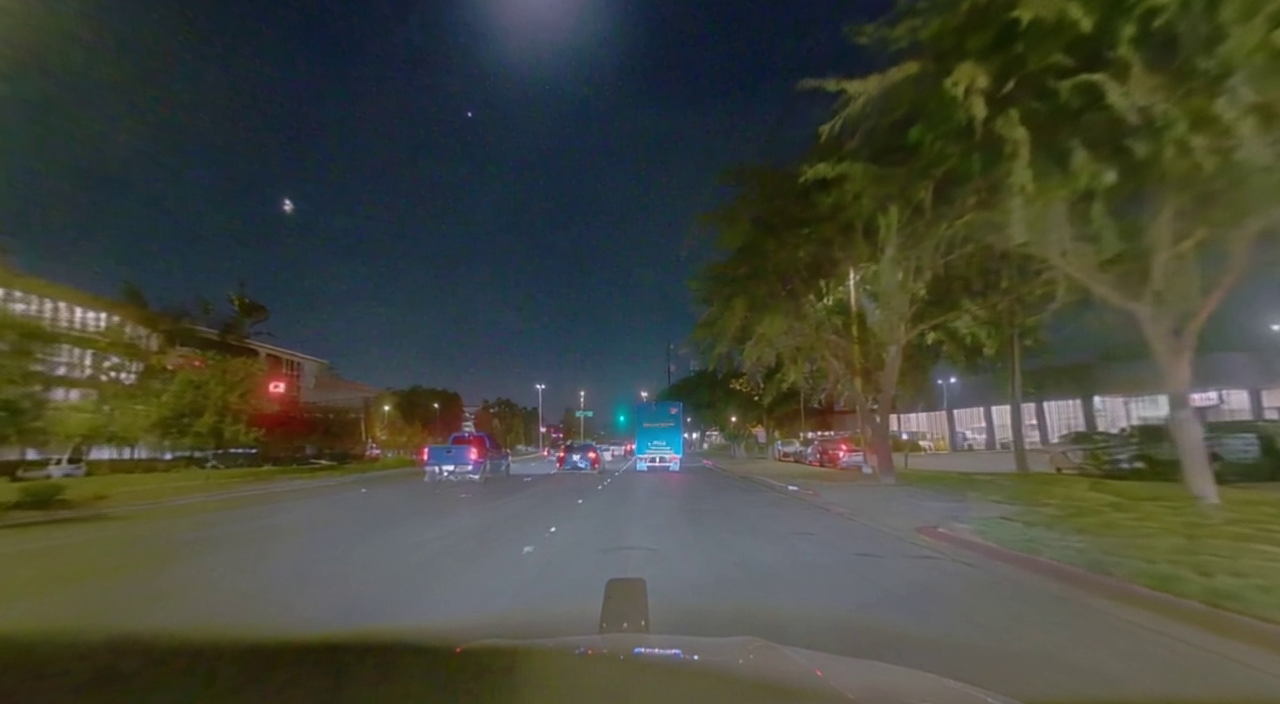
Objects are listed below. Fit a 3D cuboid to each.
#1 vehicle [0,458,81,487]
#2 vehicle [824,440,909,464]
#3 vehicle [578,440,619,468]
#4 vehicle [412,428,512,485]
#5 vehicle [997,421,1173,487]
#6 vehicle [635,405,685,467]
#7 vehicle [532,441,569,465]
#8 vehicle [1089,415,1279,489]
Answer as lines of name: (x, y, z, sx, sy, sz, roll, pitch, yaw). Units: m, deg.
vehicle: (-33.758, 6.583, 34.480, 4.409, 1.480, 2.092, -1, -9, 3)
vehicle: (14.867, 6.579, 41.524, 4.830, 1.472, 2.042, 0, -9, -1)
vehicle: (-2.548, 6.361, 39.510, 2.114, 1.663, 4.381, 0, -9, 2)
vehicle: (-6.551, 3.928, 23.970, 2.149, 1.893, 5.187, 0, -9, 2)
vehicle: (12.509, 2.923, 18.168, 1.880, 1.642, 4.523, 0, -9, 3)
vehicle: (1.233, 5.564, 41.251, 2.905, 3.644, 8.441, 0, -9, 1)
vehicle: (-6.337, 7.172, 45.030, 1.908, 1.616, 4.089, 0, -9, 2)
vehicle: (15.141, 2.772, 17.636, 1.995, 1.785, 4.343, 0, -9, 2)
